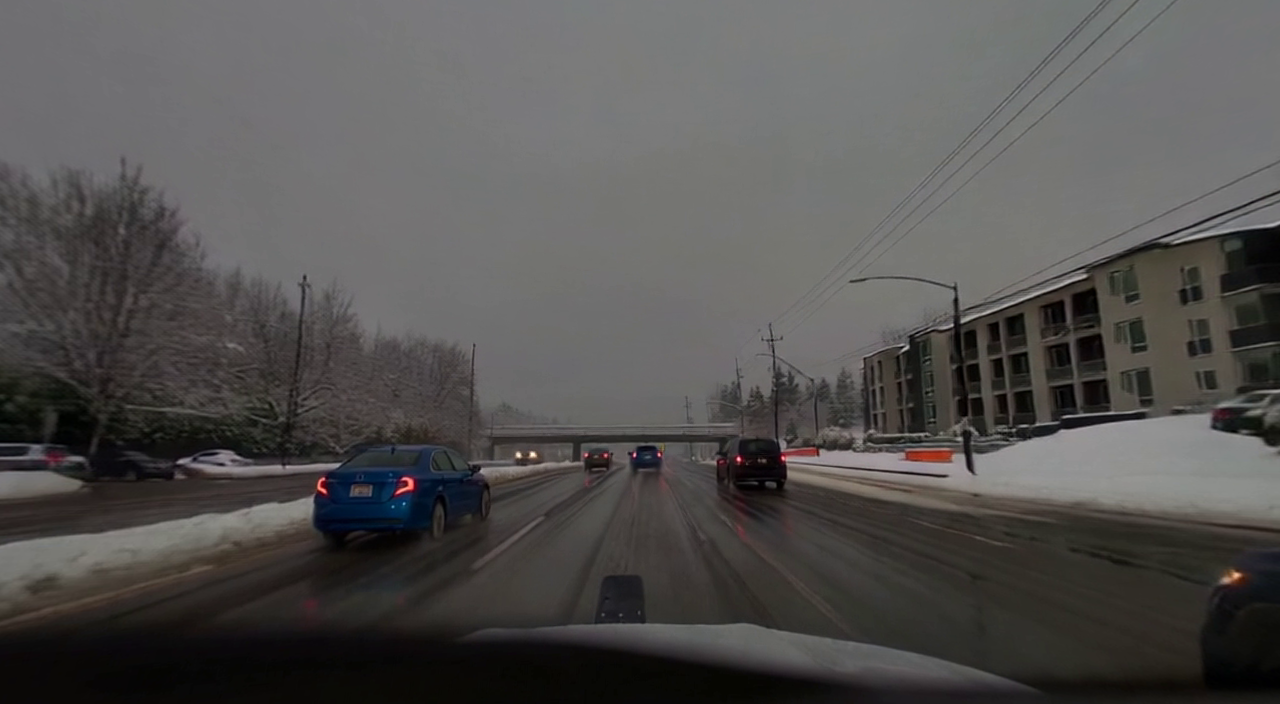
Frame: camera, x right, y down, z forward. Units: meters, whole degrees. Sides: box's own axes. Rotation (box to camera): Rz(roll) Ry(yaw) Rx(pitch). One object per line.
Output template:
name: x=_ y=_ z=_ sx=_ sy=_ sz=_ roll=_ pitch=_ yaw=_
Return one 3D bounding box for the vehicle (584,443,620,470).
vehicle: x=-2.696 y=7.518 z=45.506 sx=2.190 sy=1.832 sz=4.417 roll=0 pitch=-8 yaw=1

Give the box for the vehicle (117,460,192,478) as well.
vehicle: x=-36.536 y=8.786 z=47.602 sx=4.090 sy=1.271 sz=1.813 roll=0 pitch=-8 yaw=-2

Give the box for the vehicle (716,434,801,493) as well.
vehicle: x=3.871 y=3.721 z=21.441 sx=2.029 sy=1.797 sz=4.218 roll=0 pitch=-8 yaw=-1

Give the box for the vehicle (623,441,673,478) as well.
vehicle: x=0.388 y=5.267 z=31.269 sx=2.291 sy=1.714 sz=4.217 roll=0 pitch=-8 yaw=1

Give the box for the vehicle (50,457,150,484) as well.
vehicle: x=-35.892 y=7.873 z=42.099 sx=4.614 sy=1.668 sz=2.011 roll=1 pitch=-9 yaw=-7

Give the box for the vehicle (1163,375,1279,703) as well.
vehicle: x=3.439 y=0.662 z=0.870 sx=1.975 sy=1.598 sz=4.025 roll=0 pitch=-9 yaw=1

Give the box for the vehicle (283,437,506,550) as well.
vehicle: x=-3.682 y=2.177 z=10.476 sx=1.968 sy=1.473 sz=4.209 roll=0 pitch=-8 yaw=0
